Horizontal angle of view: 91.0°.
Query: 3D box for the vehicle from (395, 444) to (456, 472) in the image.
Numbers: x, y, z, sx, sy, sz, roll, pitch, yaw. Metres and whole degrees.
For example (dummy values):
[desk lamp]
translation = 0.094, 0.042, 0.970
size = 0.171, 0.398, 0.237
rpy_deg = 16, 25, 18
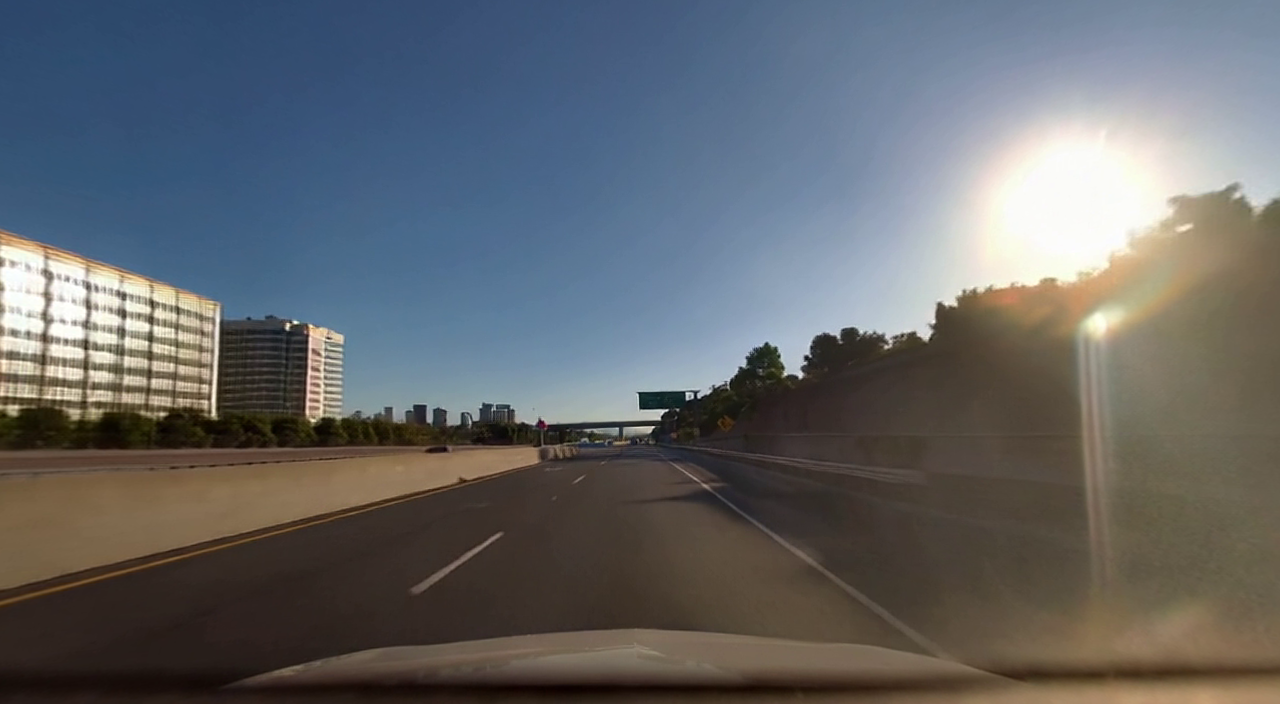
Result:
[vehicle]
translation = -12.441, 6.141, 36.850
size = 1.902, 1.469, 4.645
rpy_deg = -1, -8, 1
